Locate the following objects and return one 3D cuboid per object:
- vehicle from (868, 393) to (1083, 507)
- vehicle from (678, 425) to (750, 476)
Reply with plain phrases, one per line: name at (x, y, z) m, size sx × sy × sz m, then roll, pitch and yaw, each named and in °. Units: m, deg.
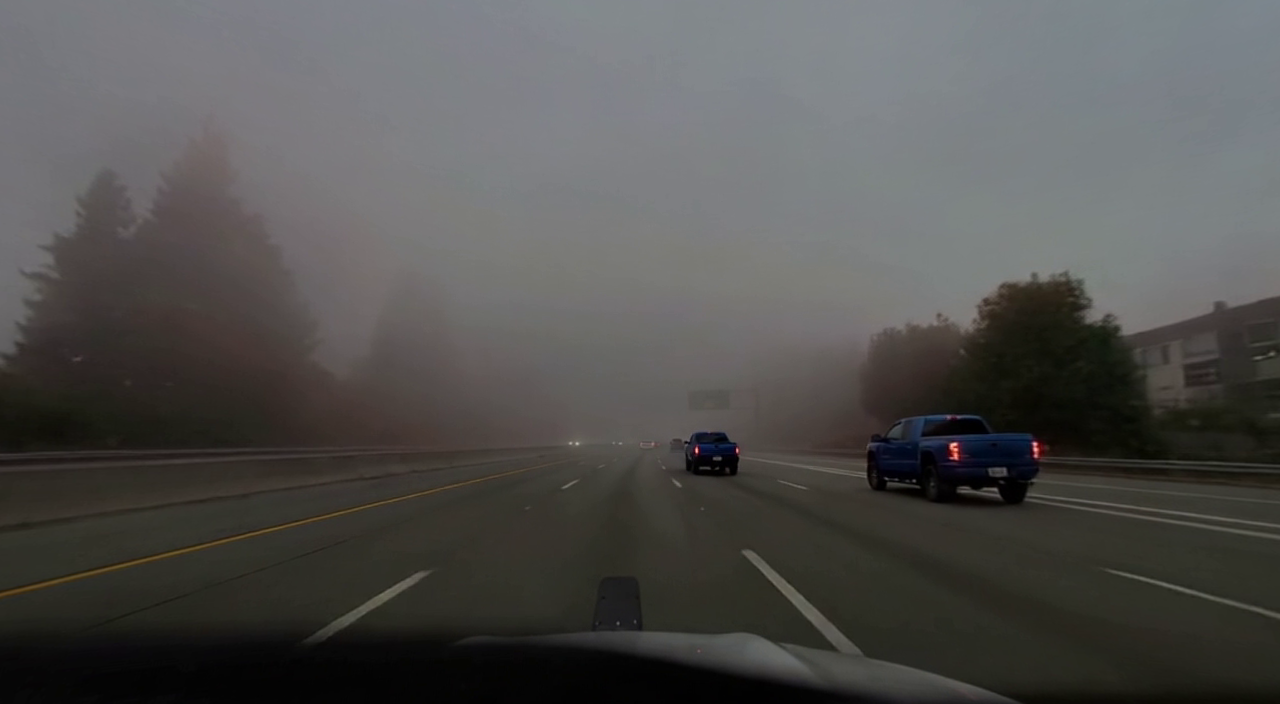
vehicle at (7.698, 2.358, 15.377) m, size 2.158 × 2.268 × 5.396 m, roll 0°, pitch -9°, yaw -1°
vehicle at (3.086, 4.279, 27.614) m, size 2.462 × 1.984 × 4.718 m, roll 0°, pitch -9°, yaw -2°
